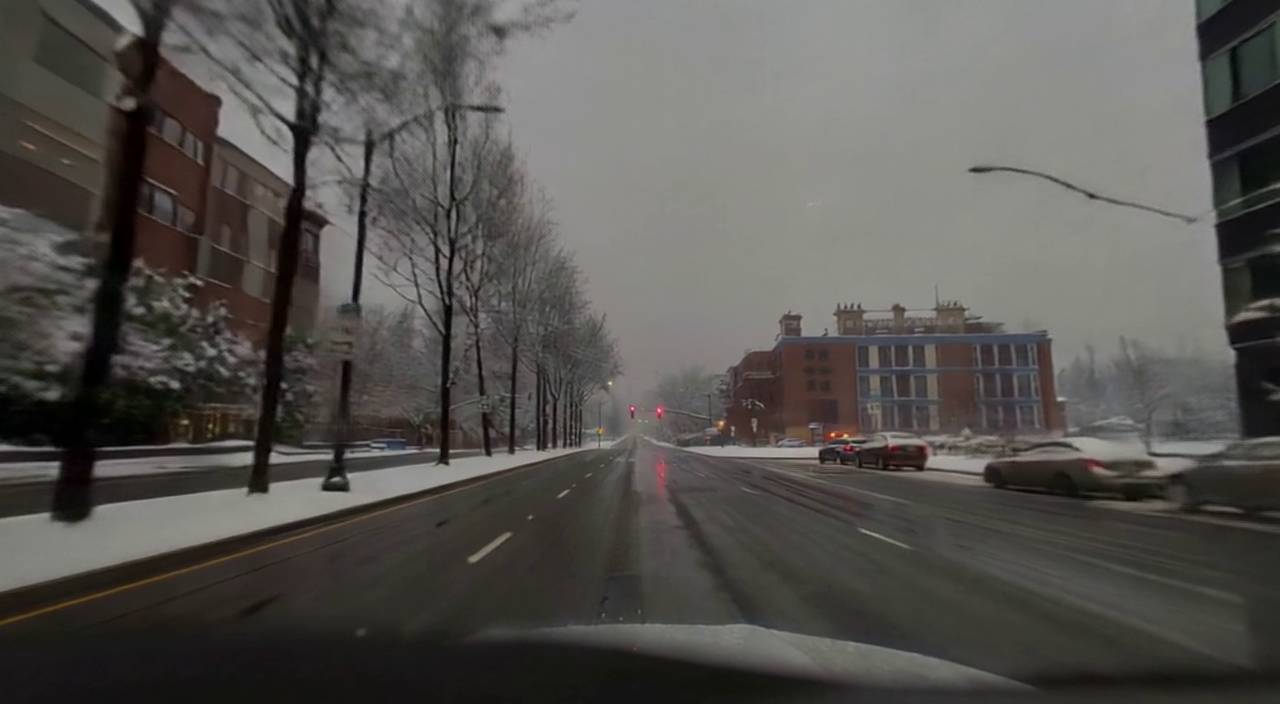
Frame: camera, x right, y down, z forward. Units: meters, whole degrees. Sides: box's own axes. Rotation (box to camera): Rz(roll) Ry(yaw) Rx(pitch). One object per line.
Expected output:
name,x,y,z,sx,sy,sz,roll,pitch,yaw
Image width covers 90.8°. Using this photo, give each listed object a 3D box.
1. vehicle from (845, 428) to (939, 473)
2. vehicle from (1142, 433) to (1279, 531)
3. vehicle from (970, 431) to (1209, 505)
vehicle,10.630,4.205,27.131,1.947,1.716,4.861,0,-8,-1
vehicle,10.802,2.036,10.000,1.927,1.489,4.532,0,-8,-1
vehicle,10.783,2.811,15.791,1.977,1.519,4.953,1,-9,-6
